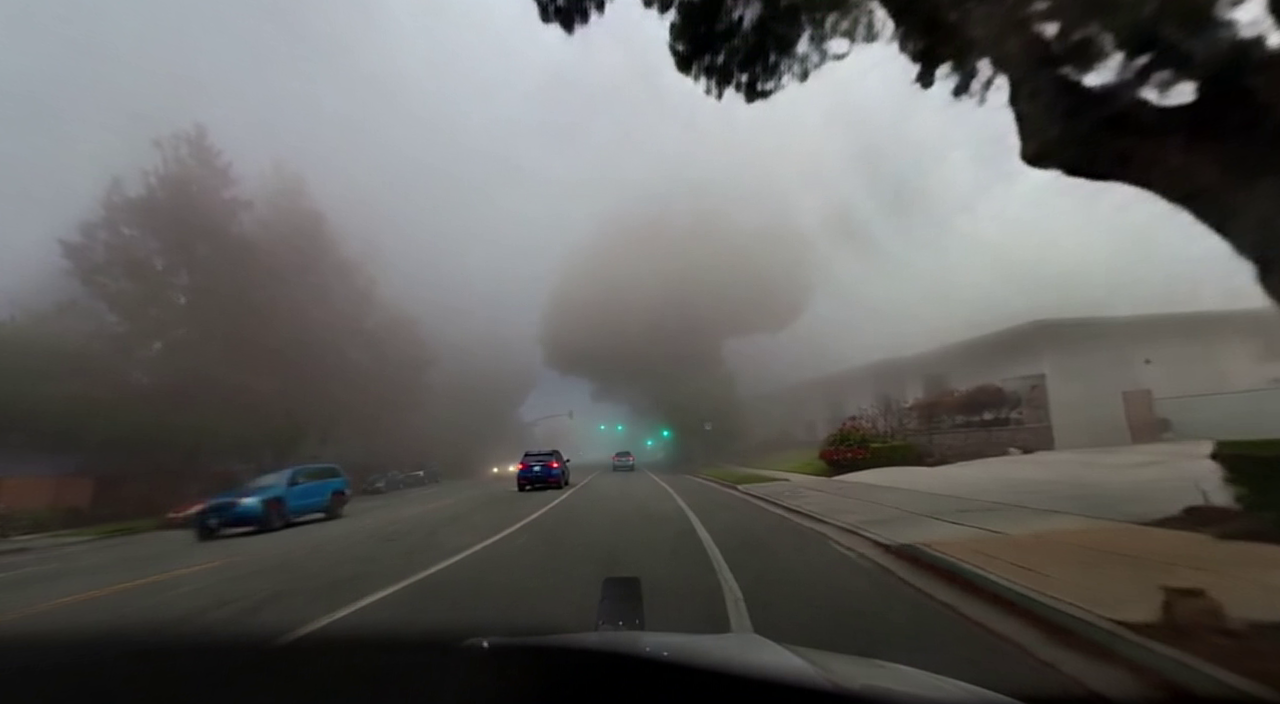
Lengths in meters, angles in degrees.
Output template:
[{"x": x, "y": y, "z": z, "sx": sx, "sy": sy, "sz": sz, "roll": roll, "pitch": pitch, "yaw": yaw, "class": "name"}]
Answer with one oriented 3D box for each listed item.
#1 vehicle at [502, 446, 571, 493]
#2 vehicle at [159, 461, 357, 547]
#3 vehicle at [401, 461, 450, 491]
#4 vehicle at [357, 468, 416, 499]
[{"x": -4.204, "y": 4.818, "z": 26.323, "sx": 2.097, "sy": 1.755, "sz": 4.336, "roll": -1, "pitch": -9, "yaw": 1, "class": "vehicle"}, {"x": -8.876, "y": 3.513, "z": 15.251, "sx": 2.005, "sy": 1.471, "sz": 4.475, "roll": -5, "pitch": -9, "yaw": 0, "class": "vehicle"}, {"x": -15.404, "y": 8.890, "z": 45.600, "sx": 1.996, "sy": 1.886, "sz": 4.692, "roll": -3, "pitch": -9, "yaw": -1, "class": "vehicle"}, {"x": -15.459, "y": 8.027, "z": 38.851, "sx": 1.880, "sy": 1.476, "sz": 4.715, "roll": -3, "pitch": -9, "yaw": -2, "class": "vehicle"}]
